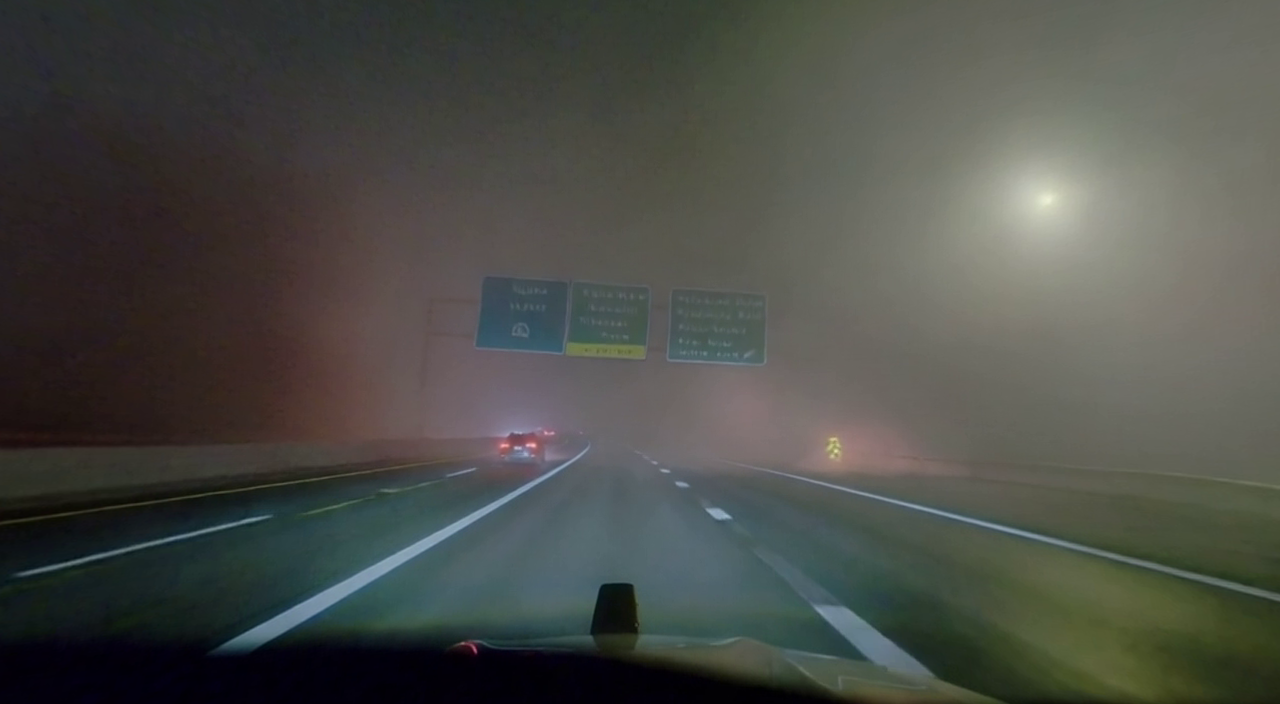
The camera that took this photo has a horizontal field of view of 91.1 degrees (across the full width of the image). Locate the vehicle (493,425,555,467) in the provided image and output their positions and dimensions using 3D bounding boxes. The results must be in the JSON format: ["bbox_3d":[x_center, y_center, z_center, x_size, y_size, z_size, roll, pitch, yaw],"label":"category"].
[{"bbox_3d":[-4.616,3.809,25.585,1.878,1.548,3.966,0,-8,-2],"label":"vehicle"}]
